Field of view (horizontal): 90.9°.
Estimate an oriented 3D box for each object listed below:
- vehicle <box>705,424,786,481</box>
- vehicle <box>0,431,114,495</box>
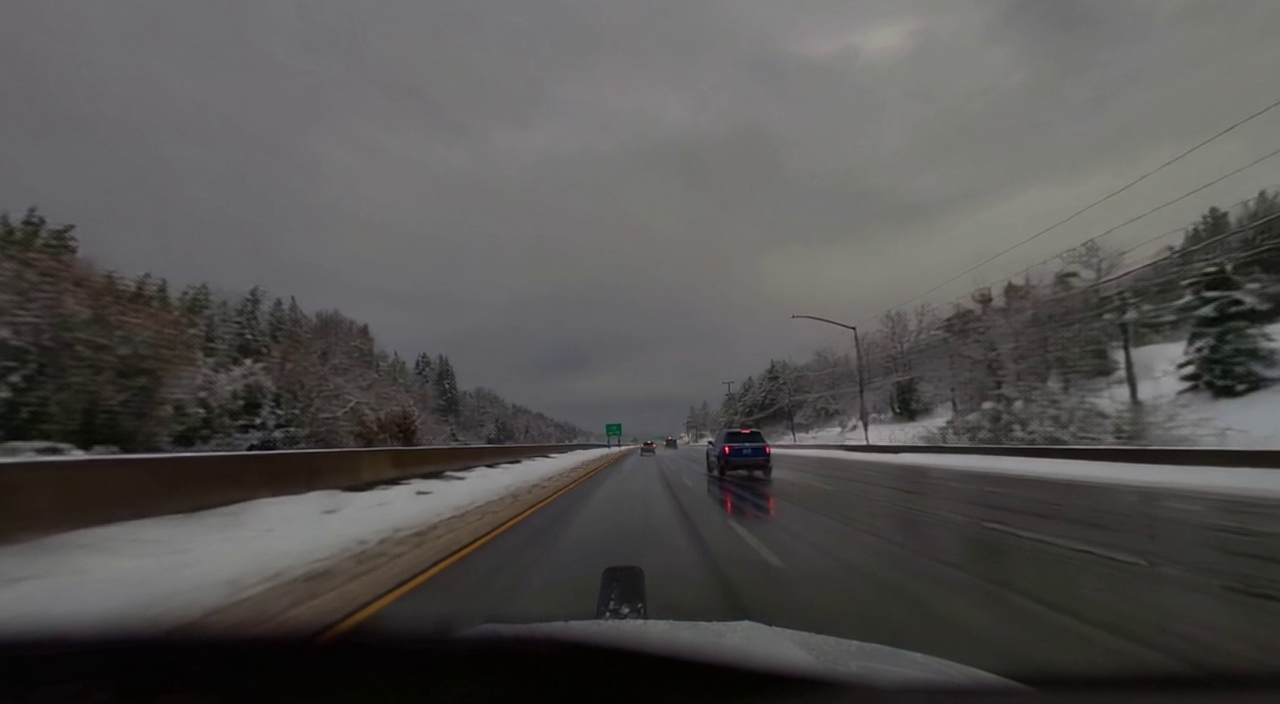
[{"bbox_3d":[3.684,3.614,22.824,2.120,1.832,4.287,0,-8,-1],"label":"vehicle"},{"bbox_3d":[-20.516,2.886,15.629,2.950,1.863,14.401,0,-8,-1],"label":"vehicle"}]
